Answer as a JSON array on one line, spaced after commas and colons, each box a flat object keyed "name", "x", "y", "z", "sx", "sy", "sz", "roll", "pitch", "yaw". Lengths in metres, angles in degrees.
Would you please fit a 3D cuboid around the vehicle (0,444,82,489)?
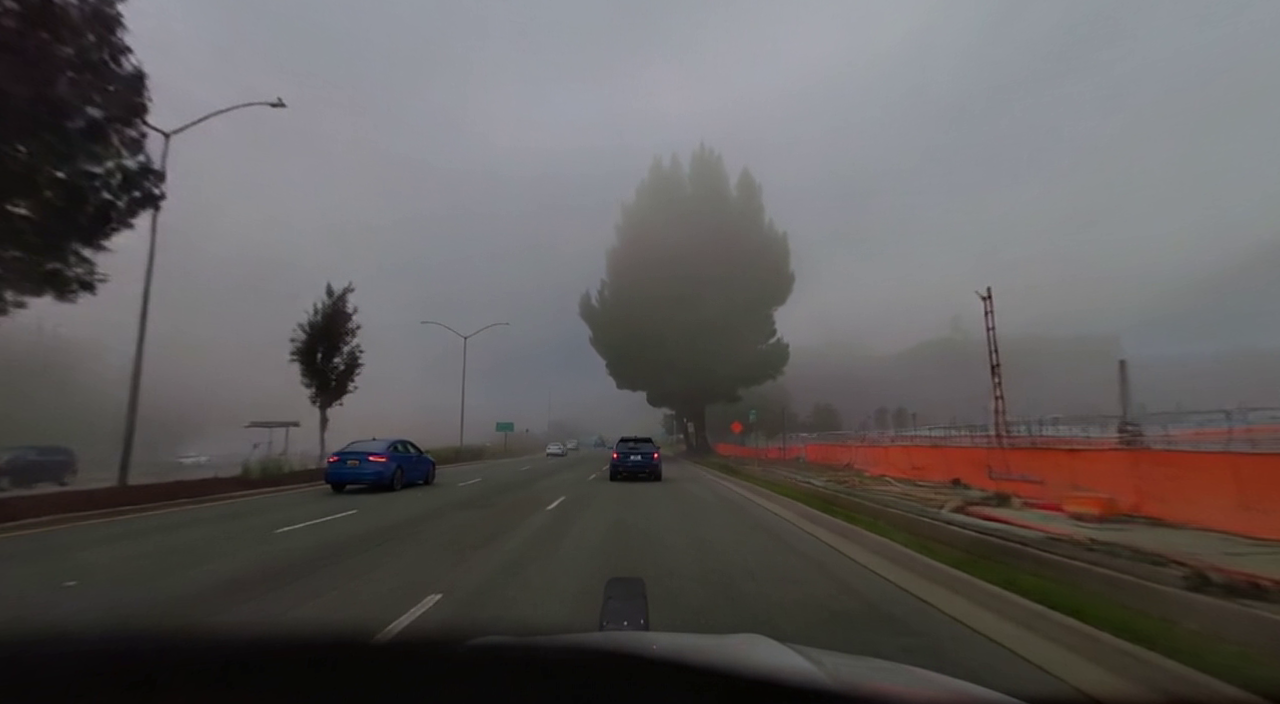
[{"name": "vehicle", "x": -26.237, "y": 4.695, "z": 26.100, "sx": 1.931, "sy": 1.759, "sz": 4.703, "roll": 0, "pitch": -8, "yaw": 0}]

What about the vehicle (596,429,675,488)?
[{"name": "vehicle", "x": -0.162, "y": 3.314, "z": 19.956, "sx": 2.227, "sy": 1.654, "sz": 4.091, "roll": 0, "pitch": -8, "yaw": -1}]

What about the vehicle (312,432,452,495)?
[{"name": "vehicle", "x": -6.766, "y": 2.957, "z": 17.153, "sx": 1.877, "sy": 1.479, "sz": 4.430, "roll": 0, "pitch": -8, "yaw": 1}]
